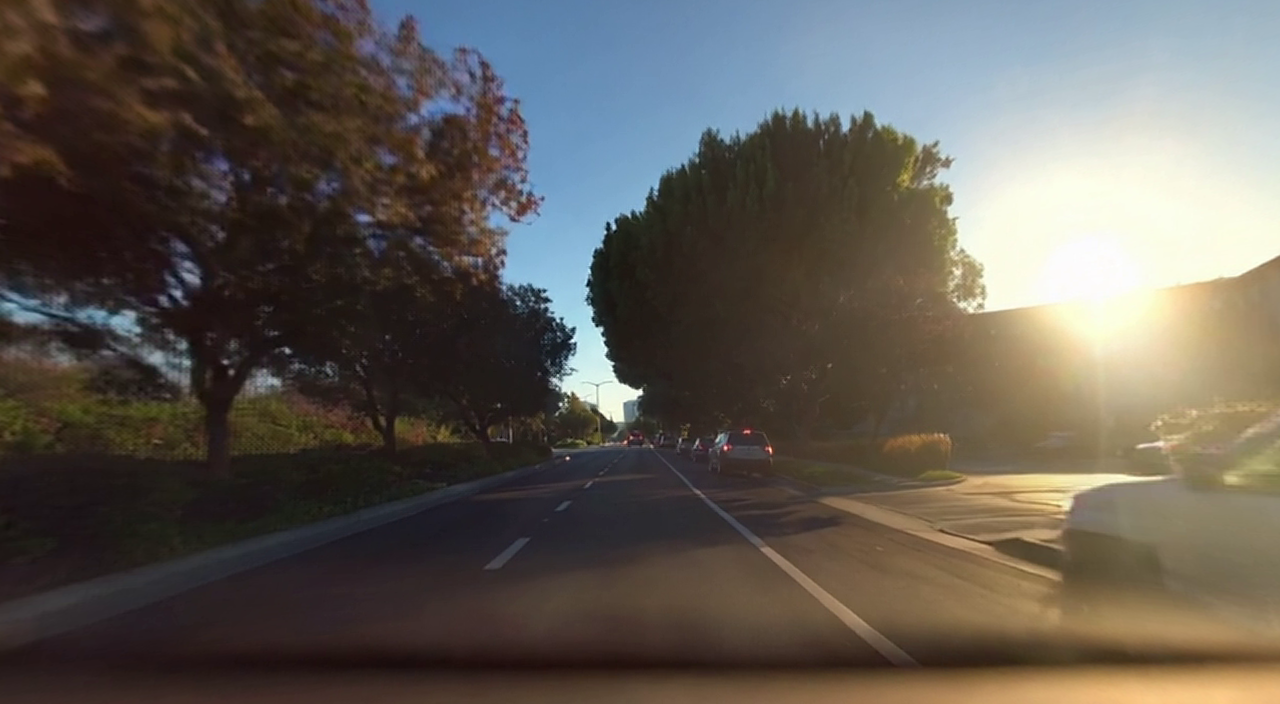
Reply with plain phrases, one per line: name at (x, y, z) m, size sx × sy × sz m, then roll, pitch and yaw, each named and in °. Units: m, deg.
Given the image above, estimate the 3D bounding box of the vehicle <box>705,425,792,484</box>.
vehicle at (3.795, 3.676, 22.930) m, size 2.226 × 1.889 × 4.543 m, roll 0°, pitch -8°, yaw -1°

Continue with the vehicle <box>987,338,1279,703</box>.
vehicle at (3.659, 0.724, 1.900) m, size 2.250 × 1.720 × 5.033 m, roll 0°, pitch -8°, yaw -1°
